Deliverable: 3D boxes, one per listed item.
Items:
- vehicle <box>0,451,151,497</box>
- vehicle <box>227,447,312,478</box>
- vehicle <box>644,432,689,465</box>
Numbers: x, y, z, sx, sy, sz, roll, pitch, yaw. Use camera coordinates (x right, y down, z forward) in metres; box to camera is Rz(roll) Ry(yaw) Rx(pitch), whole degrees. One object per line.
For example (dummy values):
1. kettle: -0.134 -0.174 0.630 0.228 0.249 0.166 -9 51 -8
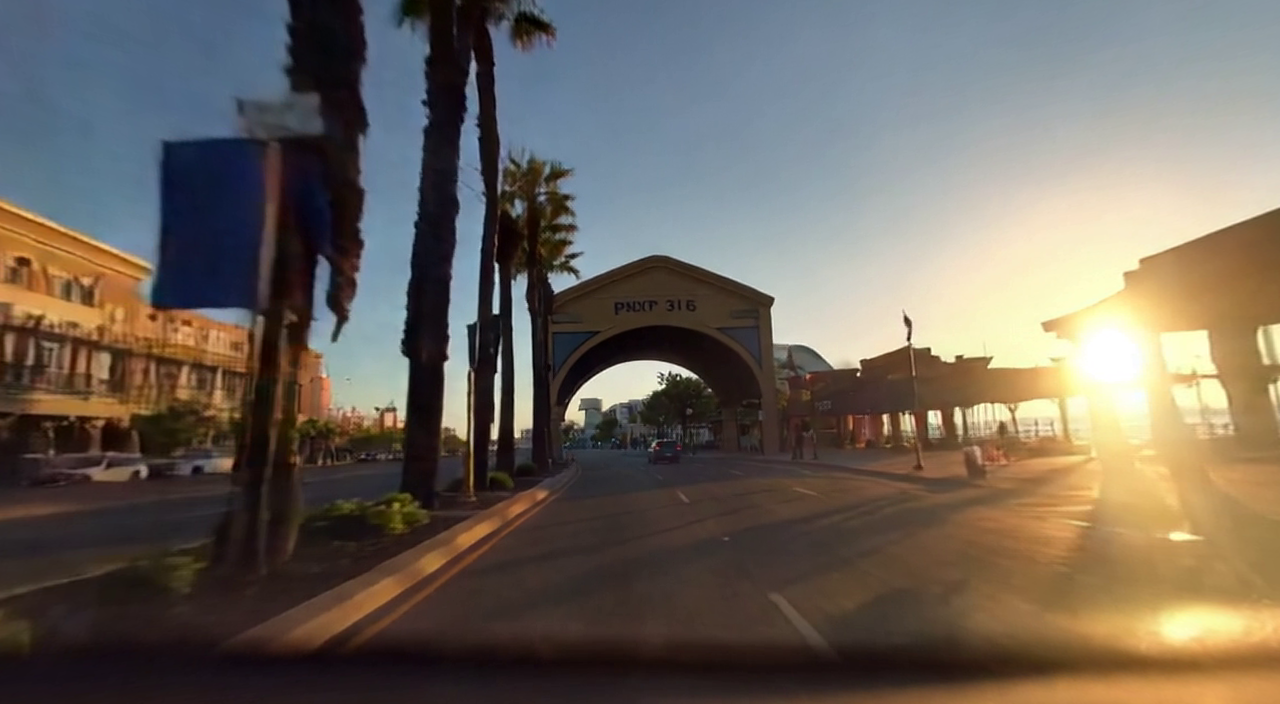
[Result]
1. vehicle: -21.779 4.635 24.492 1.866 1.553 4.835 0 -8 -2
2. vehicle: -22.001 6.566 37.807 2.285 1.689 4.968 0 -8 -4
3. vehicle: 1.659 6.468 42.586 2.284 2.010 6.670 0 -8 -4
